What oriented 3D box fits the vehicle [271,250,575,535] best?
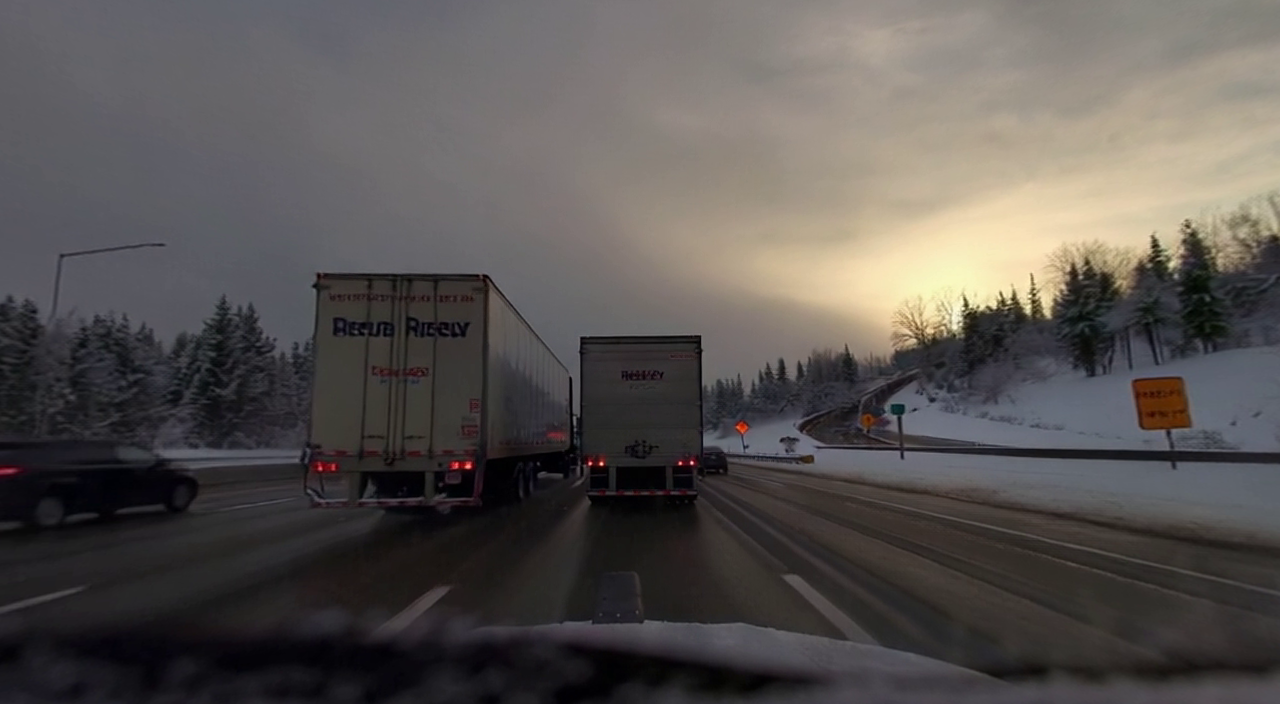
[{"bbox_3d":[-3.859,1.706,17.025,2.873,4.107,15.970,0,-9,-1],"label":"vehicle"}]

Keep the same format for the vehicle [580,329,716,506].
[{"bbox_3d":[0.089,2.116,18.606,2.910,3.828,9.805,0,-9,-1],"label":"vehicle"}]

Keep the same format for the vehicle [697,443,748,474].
[{"bbox_3d":[4.104,5.385,32.145,2.010,1.446,4.579,0,-9,1],"label":"vehicle"}]

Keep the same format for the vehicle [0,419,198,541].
[{"bbox_3d":[-10.878,2.189,11.149,2.120,1.862,5.530,0,-9,0],"label":"vehicle"}]
